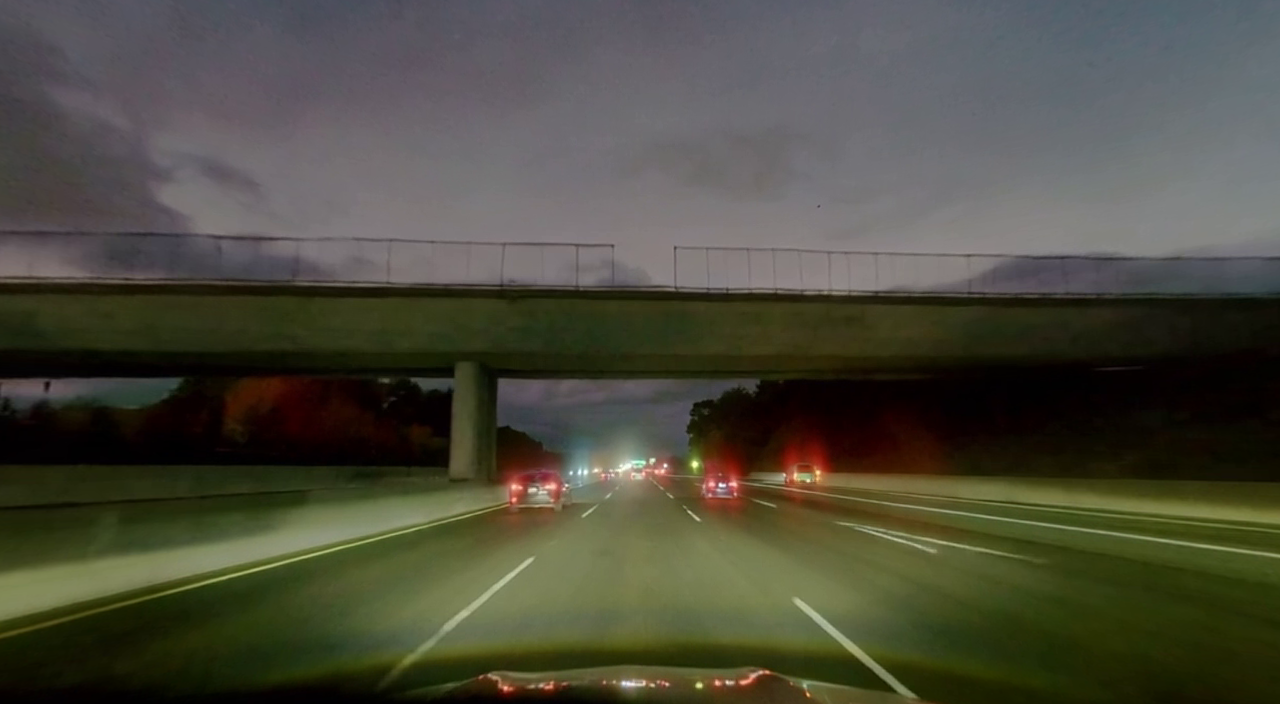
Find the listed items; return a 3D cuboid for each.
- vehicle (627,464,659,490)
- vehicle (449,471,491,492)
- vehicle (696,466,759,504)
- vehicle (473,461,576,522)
[{"bbox_3d":[0.230,8.845,44.428,2.181,1.698,4.056,0,-10,0],"label":"vehicle"},{"bbox_3d":[-12.466,9.480,46.191,1.795,1.456,4.329,0,-10,1],"label":"vehicle"},{"bbox_3d":[3.810,5.921,28.209,2.092,1.518,4.348,1,-10,-1],"label":"vehicle"},{"bbox_3d":[-3.197,3.992,18.352,2.099,1.516,4.308,0,-10,1],"label":"vehicle"}]
